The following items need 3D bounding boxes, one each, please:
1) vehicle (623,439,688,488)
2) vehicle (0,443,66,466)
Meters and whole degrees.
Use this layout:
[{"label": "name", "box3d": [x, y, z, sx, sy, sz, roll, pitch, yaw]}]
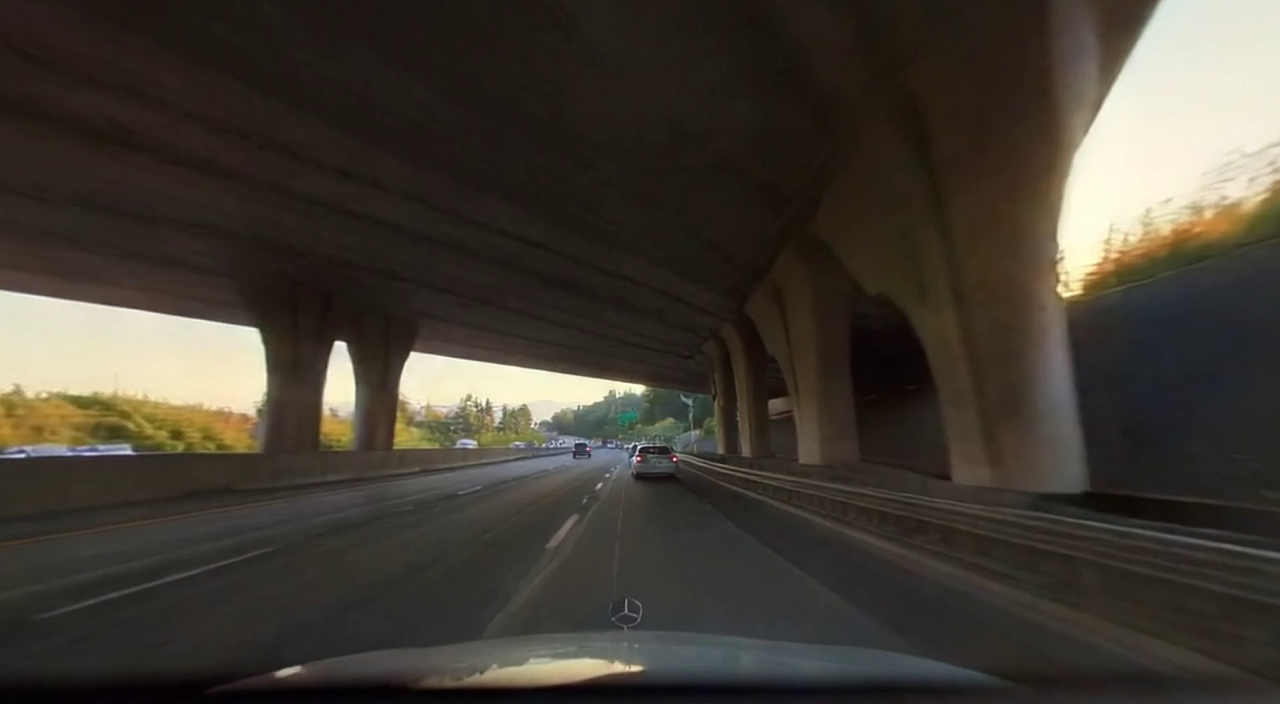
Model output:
[{"label": "vehicle", "box3d": [0.414, 3.664, 21.010, 1.960, 1.456, 3.818, 0, -9, -2]}, {"label": "vehicle", "box3d": [-43.481, 7.265, 44.653, 1.794, 1.504, 4.380, 1, -9, -8]}]
